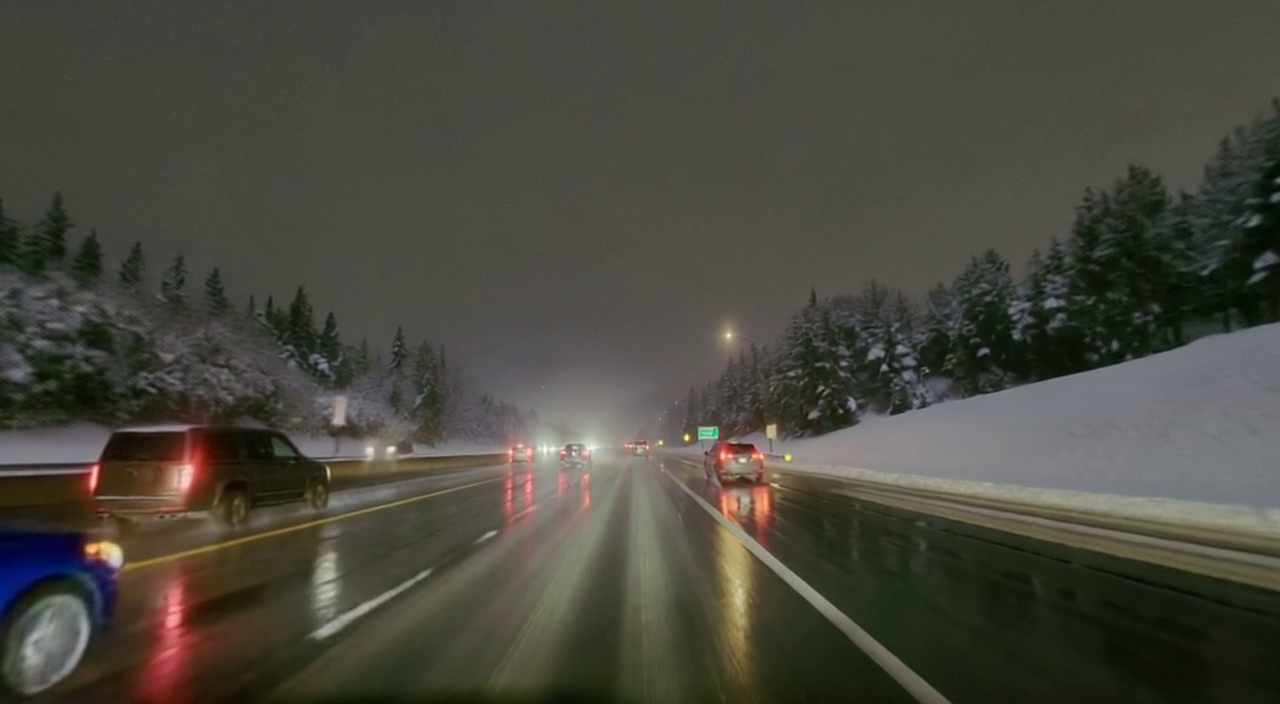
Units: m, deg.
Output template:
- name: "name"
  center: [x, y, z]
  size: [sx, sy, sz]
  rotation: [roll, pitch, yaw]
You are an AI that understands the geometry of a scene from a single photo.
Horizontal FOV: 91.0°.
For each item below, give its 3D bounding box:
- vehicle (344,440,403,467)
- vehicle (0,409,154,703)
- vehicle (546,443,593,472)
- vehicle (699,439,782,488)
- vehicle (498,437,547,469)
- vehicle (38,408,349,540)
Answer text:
- name: "vehicle"
  center: [-16.674, 6.375, 39.597]
  size: [1.832, 1.564, 4.002]
  rotation: [0, -9, 2]
- name: "vehicle"
  center: [-4.052, 0.828, 1.666]
  size: [1.988, 1.506, 4.416]
  rotation: [0, -9, 0]
- name: "vehicle"
  center: [-3.796, 5.770, 34.479]
  size: [2.071, 1.478, 4.130]
  rotation: [0, -9, 0]
- name: "vehicle"
  center: [3.393, 3.882, 22.228]
  size: [2.141, 1.507, 4.510]
  rotation: [0, -9, -1]
- name: "vehicle"
  center: [-7.092, 6.152, 38.458]
  size: [2.111, 1.811, 4.391]
  rotation: [0, -9, 0]
- name: "vehicle"
  center: [-7.356, 2.071, 11.205]
  size: [2.142, 1.849, 4.566]
  rotation: [0, -9, 0]
